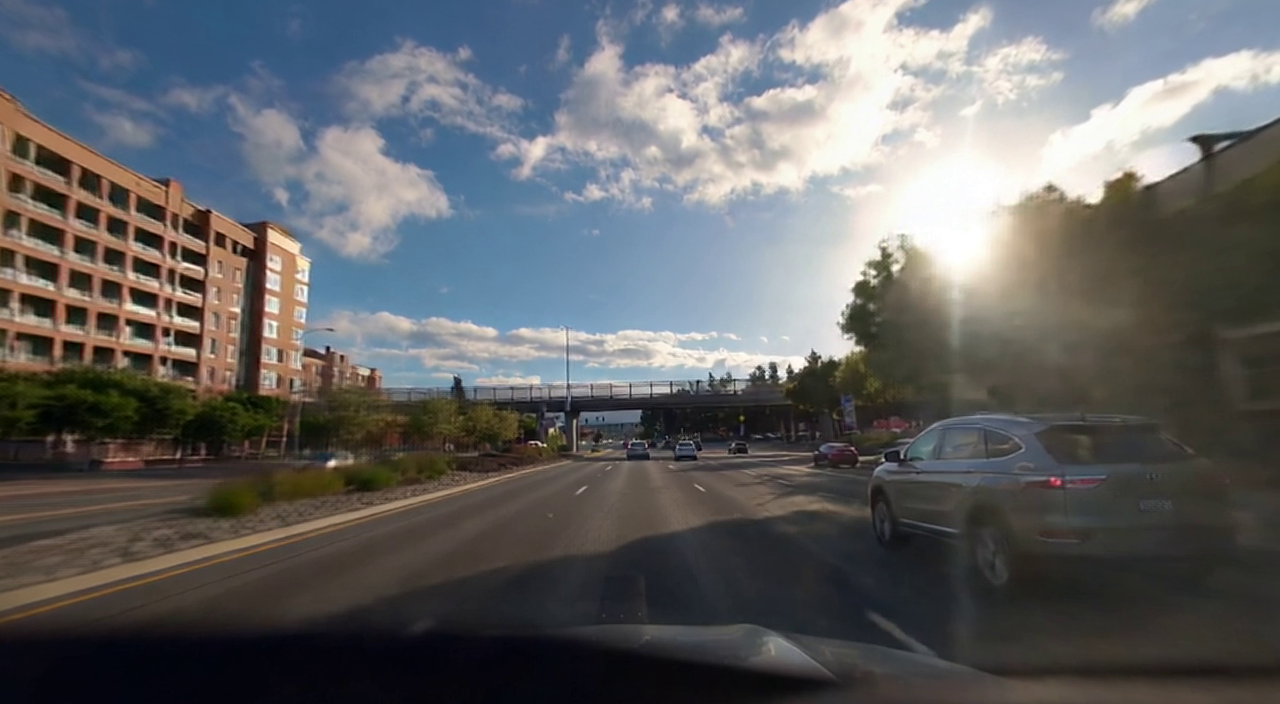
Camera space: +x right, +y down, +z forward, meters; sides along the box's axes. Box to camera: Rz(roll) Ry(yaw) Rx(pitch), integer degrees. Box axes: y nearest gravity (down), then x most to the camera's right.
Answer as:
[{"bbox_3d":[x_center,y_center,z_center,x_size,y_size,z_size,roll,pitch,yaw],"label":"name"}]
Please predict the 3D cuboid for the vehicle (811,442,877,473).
[{"bbox_3d":[10.296,5.327,32.157,1.888,1.468,4.175,0,-8,-1],"label":"vehicle"}]

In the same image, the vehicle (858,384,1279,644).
[{"bbox_3d":[4.175,1.424,6.642,2.130,1.741,4.665,0,-8,1],"label":"vehicle"}]

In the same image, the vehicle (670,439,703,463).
[{"bbox_3d":[3.482,7.483,47.904,2.165,1.708,3.928,0,-8,0],"label":"vehicle"}]

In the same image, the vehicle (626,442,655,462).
[{"bbox_3d":[0.039,7.878,49.876,2.173,1.498,4.528,0,-8,0],"label":"vehicle"}]
